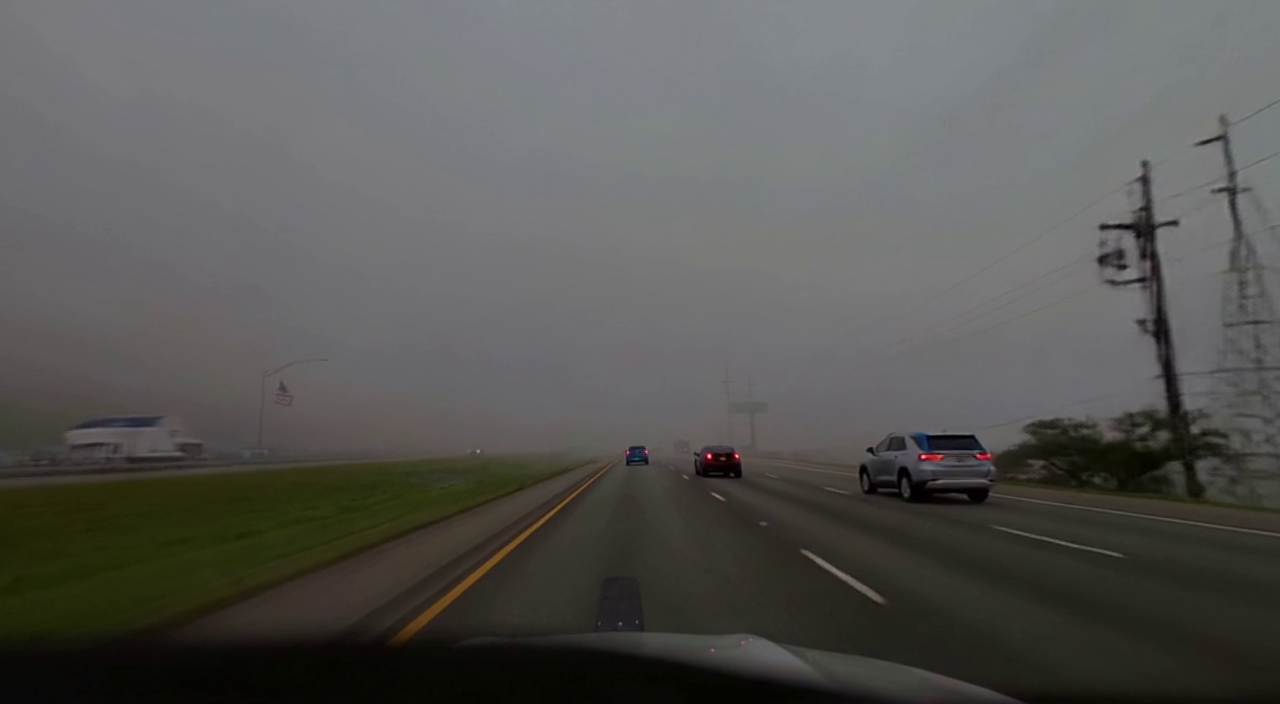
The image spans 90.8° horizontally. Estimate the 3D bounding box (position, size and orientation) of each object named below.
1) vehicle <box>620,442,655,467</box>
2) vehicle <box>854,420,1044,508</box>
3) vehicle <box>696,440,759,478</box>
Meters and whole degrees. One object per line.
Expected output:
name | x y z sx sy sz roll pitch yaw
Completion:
vehicle | -0.203 6.393 39.700 2.085 1.449 3.860 0 -8 -1
vehicle | 7.211 2.662 15.493 2.114 1.800 4.779 0 -8 -1
vehicle | 3.615 4.499 26.861 1.978 1.488 4.252 0 -8 -2
